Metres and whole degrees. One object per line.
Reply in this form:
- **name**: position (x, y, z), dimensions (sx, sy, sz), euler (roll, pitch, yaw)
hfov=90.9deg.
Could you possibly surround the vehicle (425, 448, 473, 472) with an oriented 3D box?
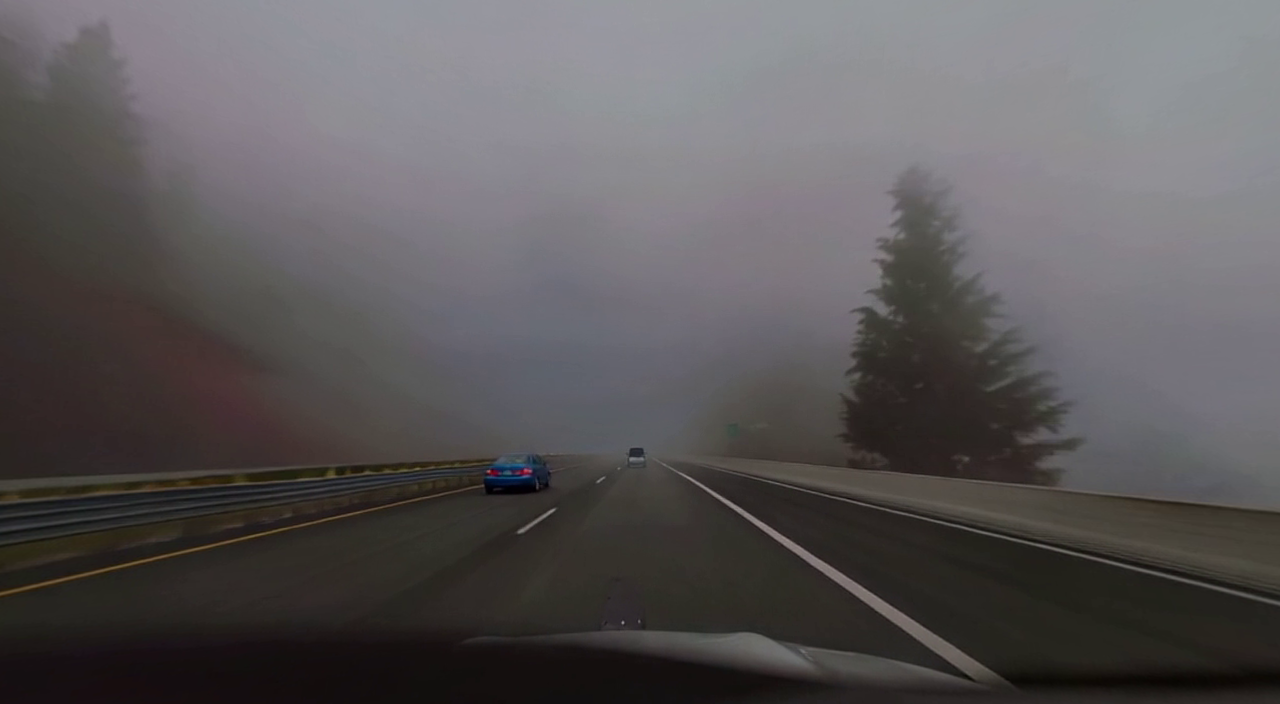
- **vehicle**: position (-13.220, 7.487, 43.896), dimensions (1.904, 1.580, 4.453), euler (0, -9, 1)

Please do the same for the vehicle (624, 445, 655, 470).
- **vehicle**: position (-0.018, 7.176, 43.072), dimensions (2.011, 1.590, 3.607), euler (0, -9, 1)

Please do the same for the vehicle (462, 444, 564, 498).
- **vehicle**: position (-3.810, 3.661, 19.830), dimensions (2.157, 1.483, 4.601), euler (0, -9, 1)
